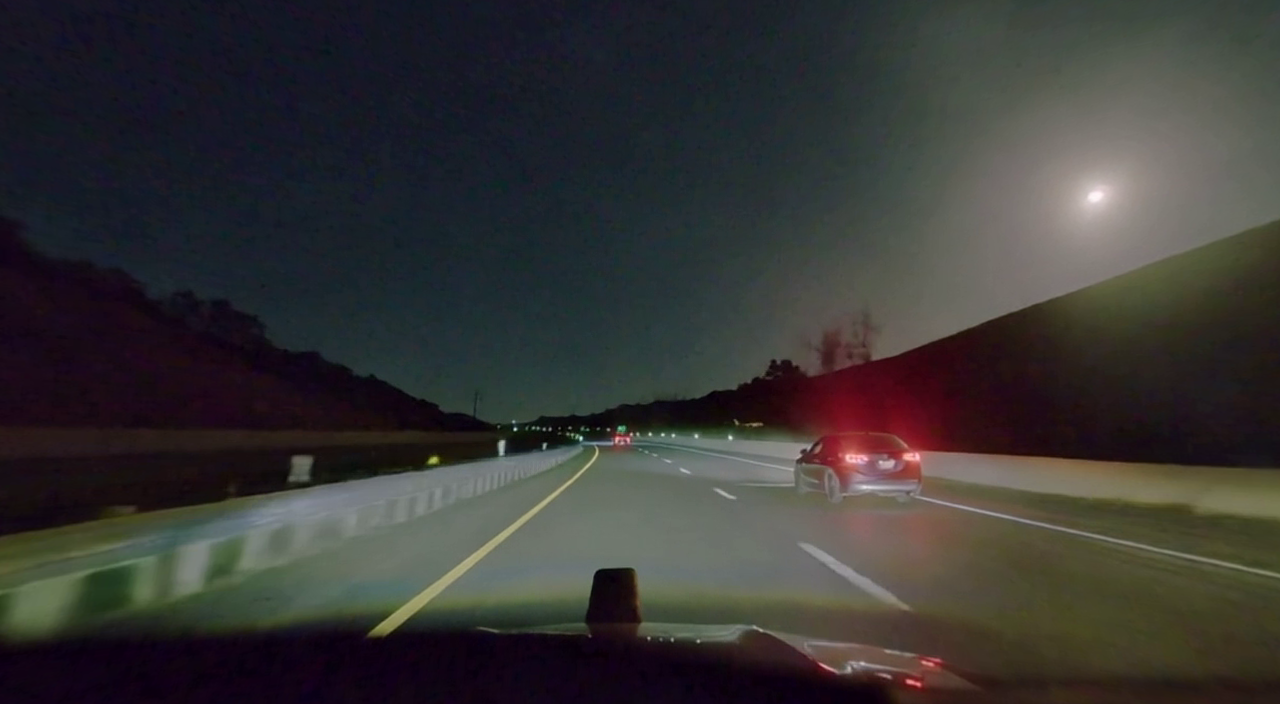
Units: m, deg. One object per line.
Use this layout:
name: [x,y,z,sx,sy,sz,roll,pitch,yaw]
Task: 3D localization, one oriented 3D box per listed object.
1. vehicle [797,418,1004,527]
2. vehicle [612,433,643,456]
vehicle: [4.144,1.946,10.734,1.852,1.513,3.652,0,-8,-2]
vehicle: [-0.926,6.315,42.919,1.998,1.512,3.735,1,-8,-3]
